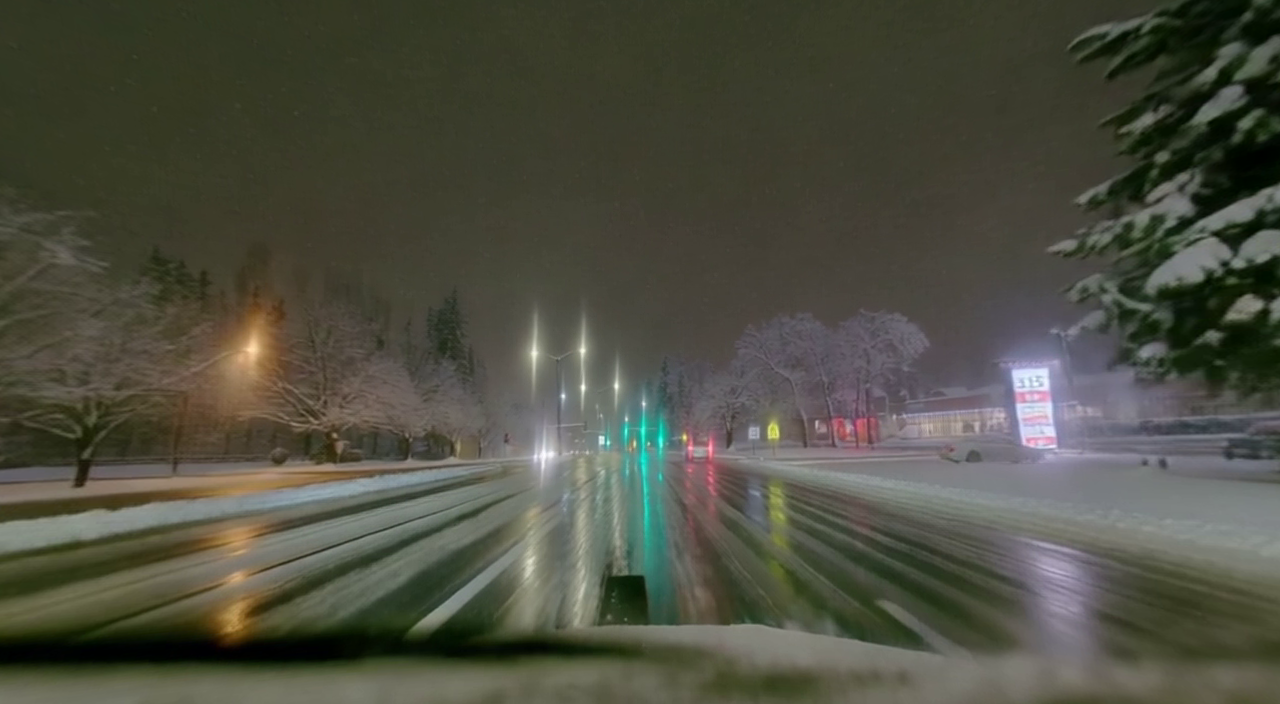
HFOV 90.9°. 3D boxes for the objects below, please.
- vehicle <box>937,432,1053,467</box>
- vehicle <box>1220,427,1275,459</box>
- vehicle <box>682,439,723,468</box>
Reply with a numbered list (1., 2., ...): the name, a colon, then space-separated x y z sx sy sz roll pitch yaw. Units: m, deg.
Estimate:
1. vehicle: 16.908 4.660 30.180 4.233 1.562 2.143 -1 -8 1
2. vehicle: 34.303 5.129 35.526 1.938 1.709 4.666 -9 -12 44
3. vehicle: 3.853 6.290 39.411 2.007 1.683 4.171 0 -8 -1
